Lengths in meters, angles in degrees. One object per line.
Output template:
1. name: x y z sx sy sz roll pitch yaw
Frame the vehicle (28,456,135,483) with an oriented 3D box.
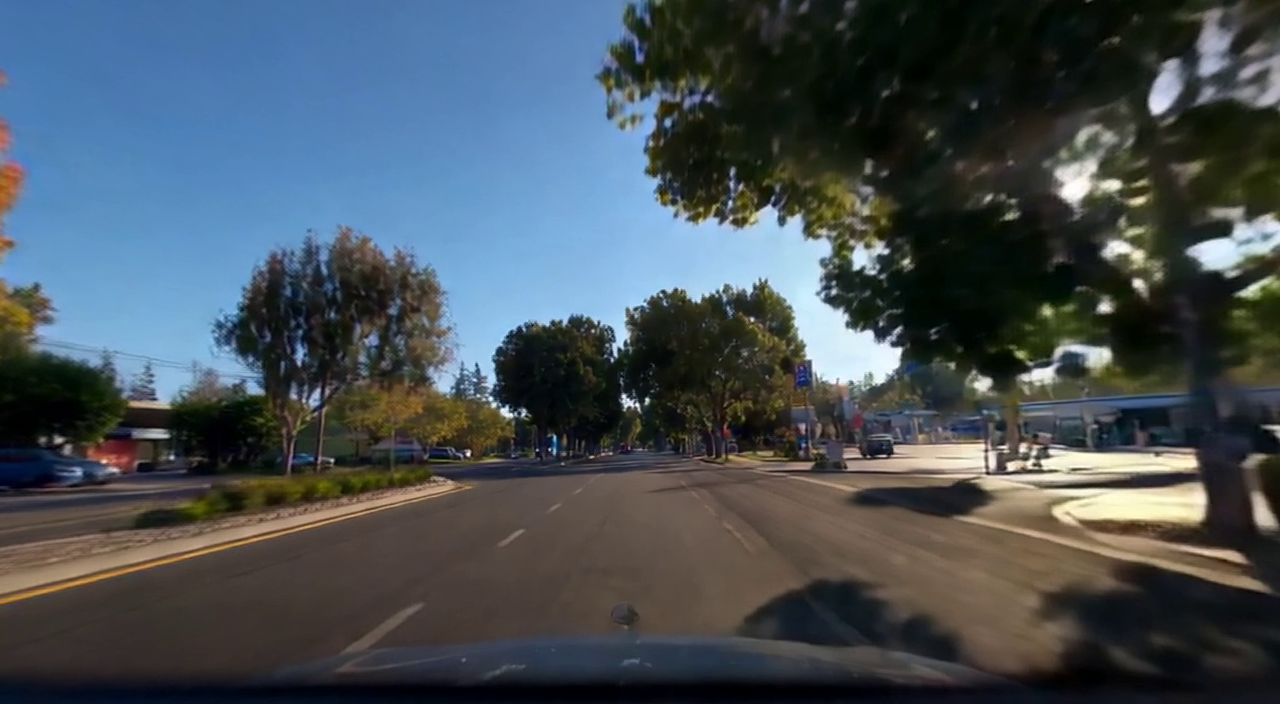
1. vehicle: -31.272 6.563 35.460 4.287 1.432 1.794 0 -8 0

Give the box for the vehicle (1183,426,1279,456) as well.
1. vehicle: 31.202 4.586 32.542 4.549 1.476 1.952 -1 -8 2
